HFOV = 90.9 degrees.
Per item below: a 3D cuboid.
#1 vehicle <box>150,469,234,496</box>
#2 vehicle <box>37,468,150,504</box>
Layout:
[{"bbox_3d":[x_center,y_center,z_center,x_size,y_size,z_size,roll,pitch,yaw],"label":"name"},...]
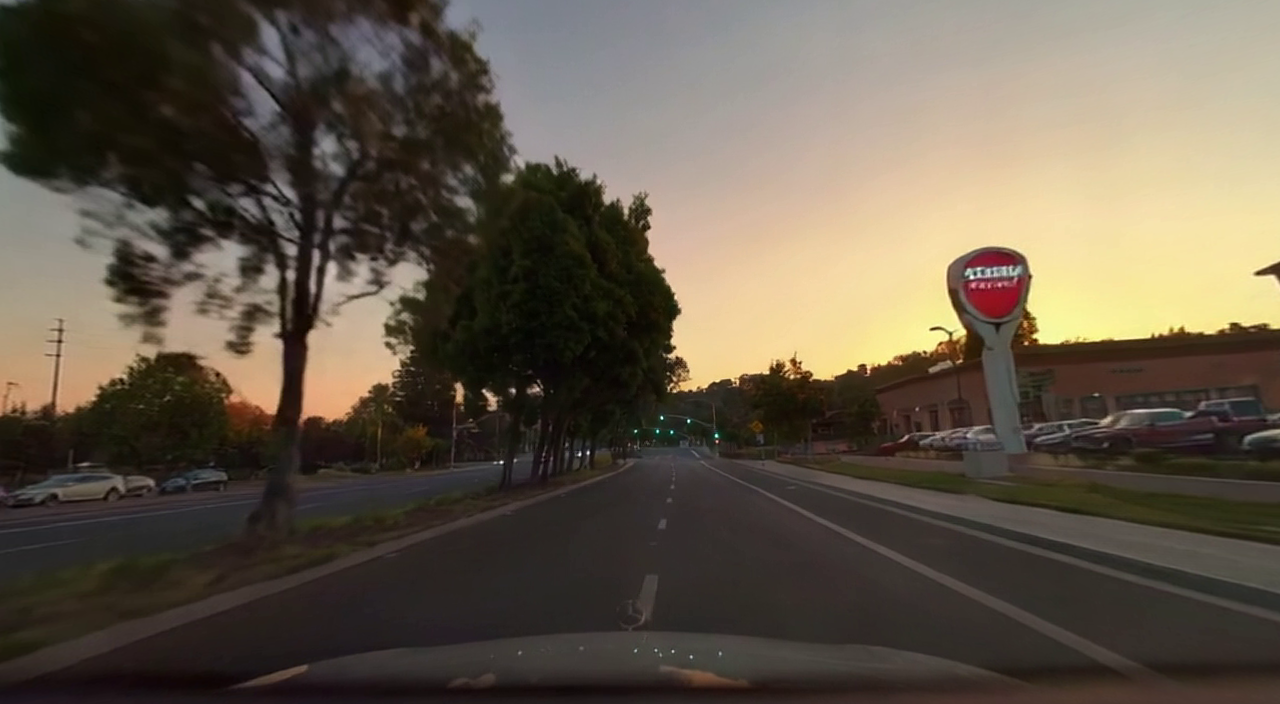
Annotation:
[{"bbox_3d":[-29.588,8.618,41.796,1.906,1.486,4.617,-1,-9,5],"label":"vehicle"},{"bbox_3d":[-30.245,7.416,35.096,1.851,1.682,4.631,-1,-9,4],"label":"vehicle"}]
